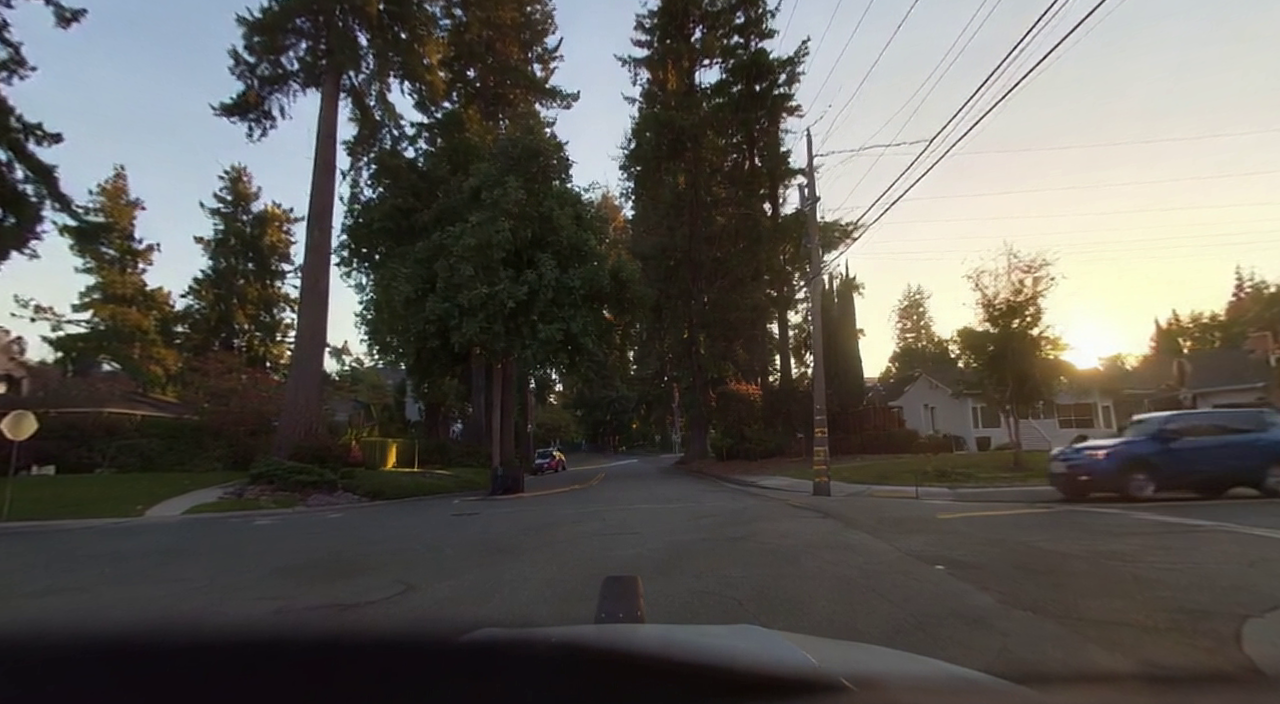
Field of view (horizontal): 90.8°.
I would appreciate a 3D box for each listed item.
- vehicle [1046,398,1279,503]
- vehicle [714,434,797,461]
[{"bbox_3d":[11.121,1.906,12.385,4.809,1.834,2.181,0,-8,-2],"label":"vehicle"},{"bbox_3d":[7.266,6.062,40.053,4.784,1.647,1.947,0,-8,-5],"label":"vehicle"}]
